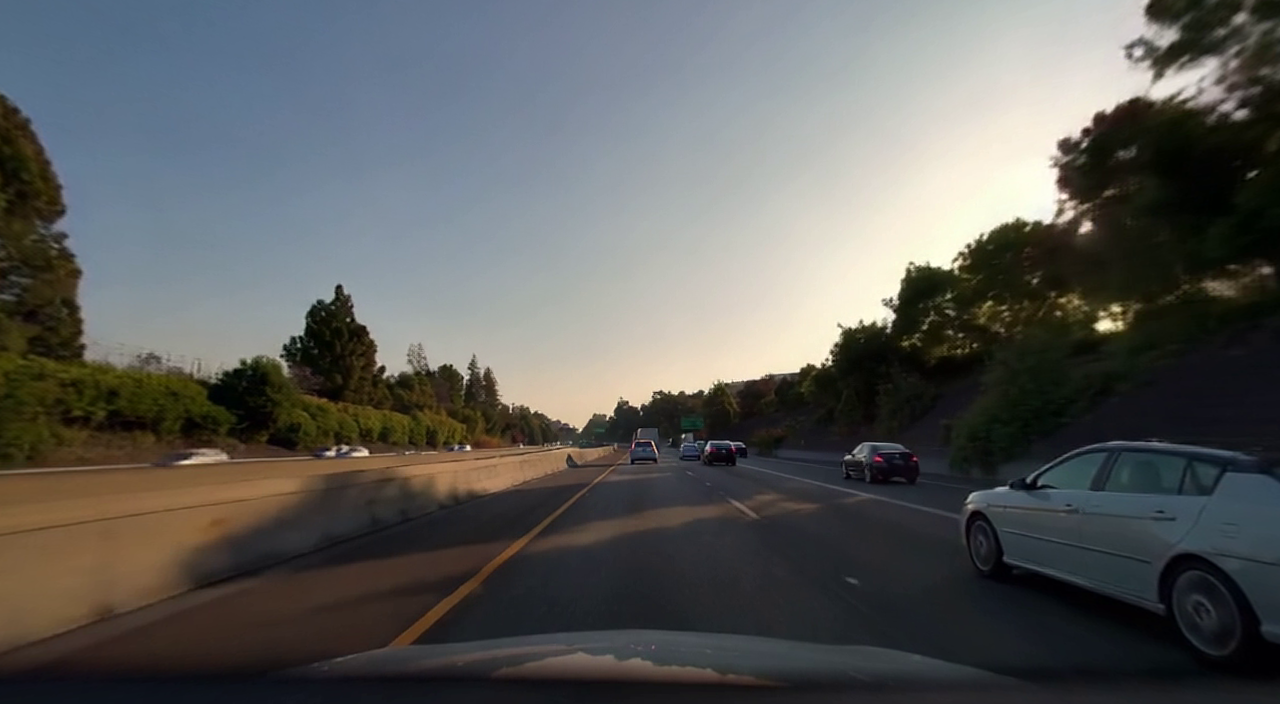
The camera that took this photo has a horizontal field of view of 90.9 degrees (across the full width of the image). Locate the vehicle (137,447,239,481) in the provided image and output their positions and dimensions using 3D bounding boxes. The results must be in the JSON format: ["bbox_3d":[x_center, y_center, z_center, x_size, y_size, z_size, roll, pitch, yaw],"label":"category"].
[{"bbox_3d":[-23.509,5.808,33.047,1.910,1.615,4.586,0,-8,0],"label":"vehicle"}]

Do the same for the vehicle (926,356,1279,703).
[{"bbox_3d":[3.722,1.005,3.728,2.003,1.661,4.418,-1,-8,1],"label":"vehicle"}]

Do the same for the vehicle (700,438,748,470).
[{"bbox_3d":[4.180,5.130,31.917,1.825,1.487,4.034,0,-8,-1],"label":"vehicle"}]

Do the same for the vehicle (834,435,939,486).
[{"bbox_3d":[8.084,3.584,21.137,1.810,1.516,4.183,0,-8,0],"label":"vehicle"}]

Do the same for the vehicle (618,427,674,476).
[{"bbox_3d":[0.207,4.197,26.787,2.189,1.852,4.038,0,-8,0],"label":"vehicle"}]
